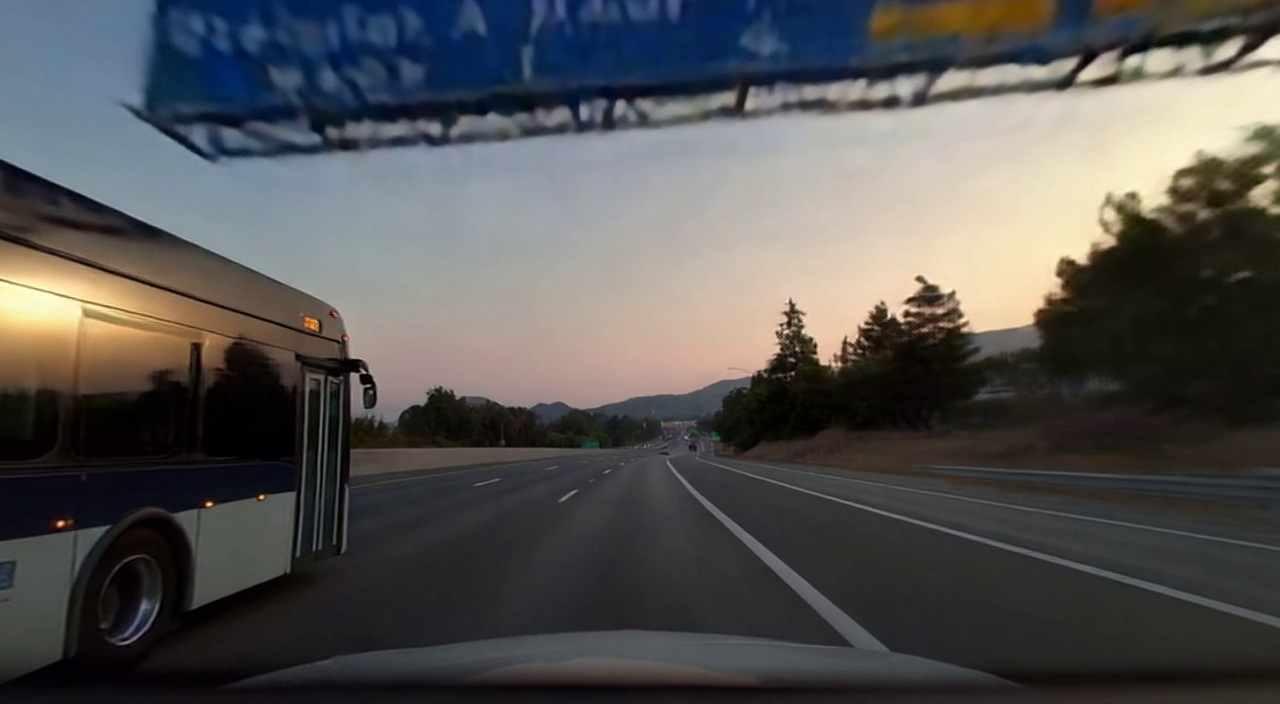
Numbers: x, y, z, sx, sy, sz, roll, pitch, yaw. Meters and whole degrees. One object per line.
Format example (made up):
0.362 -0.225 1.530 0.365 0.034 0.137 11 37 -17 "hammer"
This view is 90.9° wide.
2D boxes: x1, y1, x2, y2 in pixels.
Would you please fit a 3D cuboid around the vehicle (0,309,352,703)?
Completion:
-4.139 0.939 3.977 2.127 1.985 5.205 -1 -8 1 "vehicle"
